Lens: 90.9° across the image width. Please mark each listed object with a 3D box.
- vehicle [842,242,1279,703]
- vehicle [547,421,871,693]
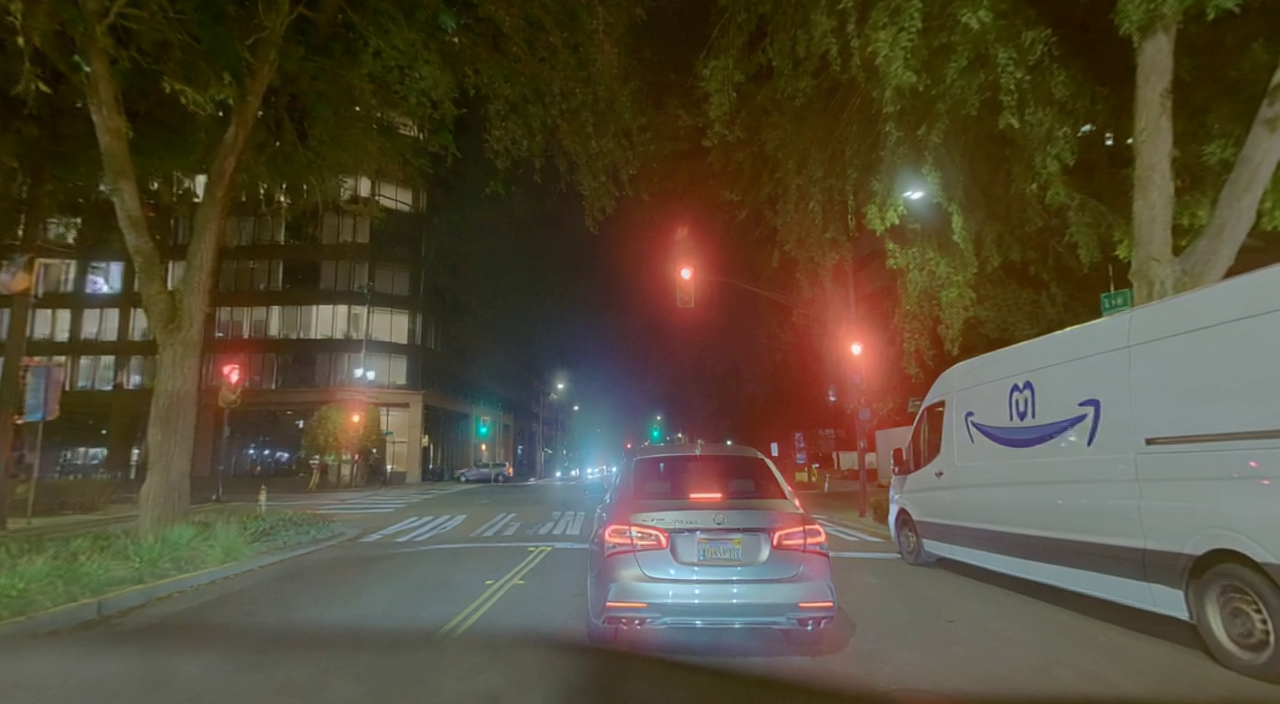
[{"bbox_3d":[2.855,0.894,2.904,2.054,1.965,5.248,1,-11,0],"label":"vehicle"},{"bbox_3d":[0.380,1.589,5.730,1.961,1.629,3.610,1,-10,-1],"label":"vehicle"}]
